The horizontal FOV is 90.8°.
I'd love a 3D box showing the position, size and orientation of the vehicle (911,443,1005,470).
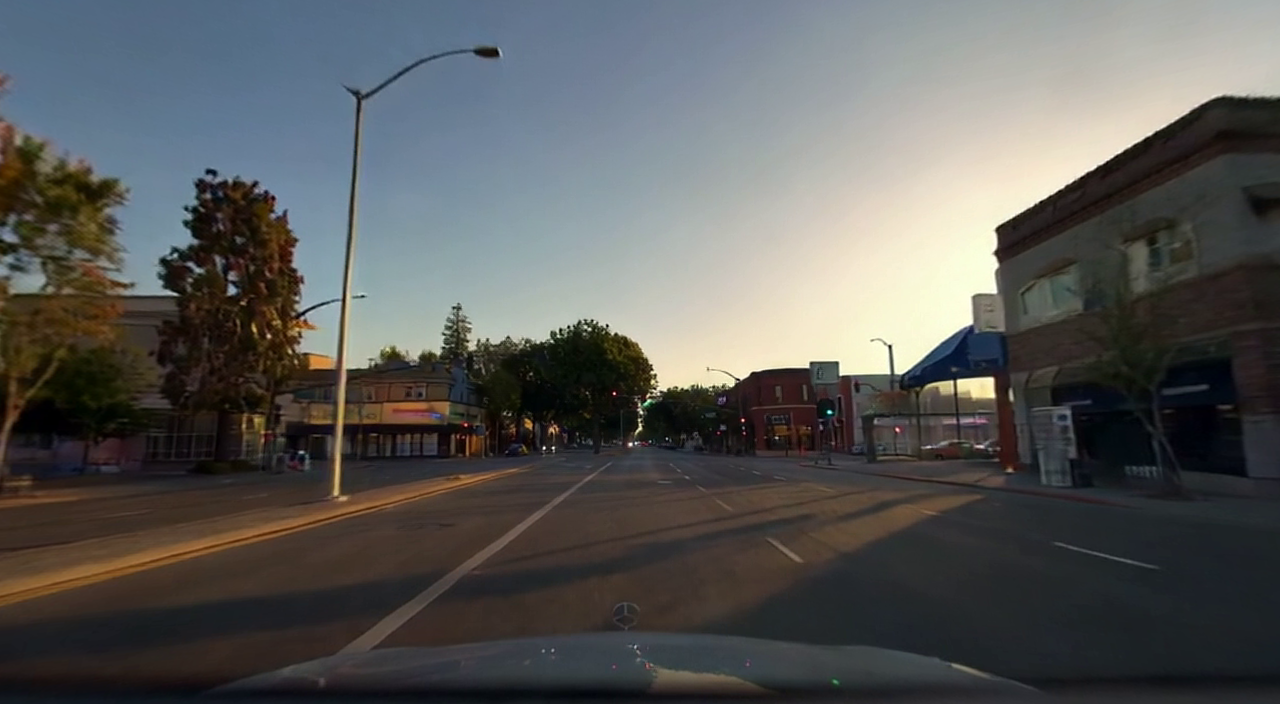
[{"bbox_3d":[18.852,6.220,37.610,4.545,1.511,1.935,0,-9,-3],"label":"vehicle"}]
